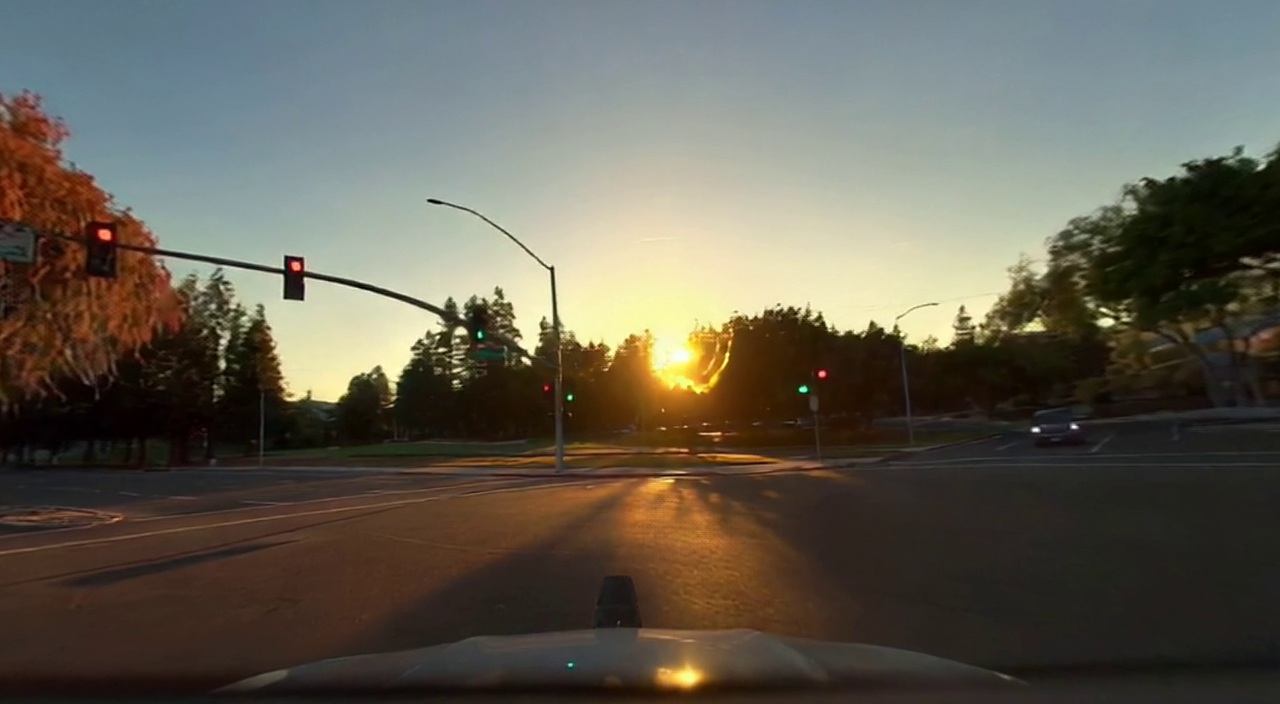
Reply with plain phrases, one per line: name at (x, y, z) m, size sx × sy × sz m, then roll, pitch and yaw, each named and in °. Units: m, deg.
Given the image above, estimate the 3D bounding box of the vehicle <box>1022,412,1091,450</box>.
vehicle at (19.001, 3.636, 28.705) m, size 1.997 × 1.577 × 4.719 m, roll -7°, pitch -10°, yaw 39°
